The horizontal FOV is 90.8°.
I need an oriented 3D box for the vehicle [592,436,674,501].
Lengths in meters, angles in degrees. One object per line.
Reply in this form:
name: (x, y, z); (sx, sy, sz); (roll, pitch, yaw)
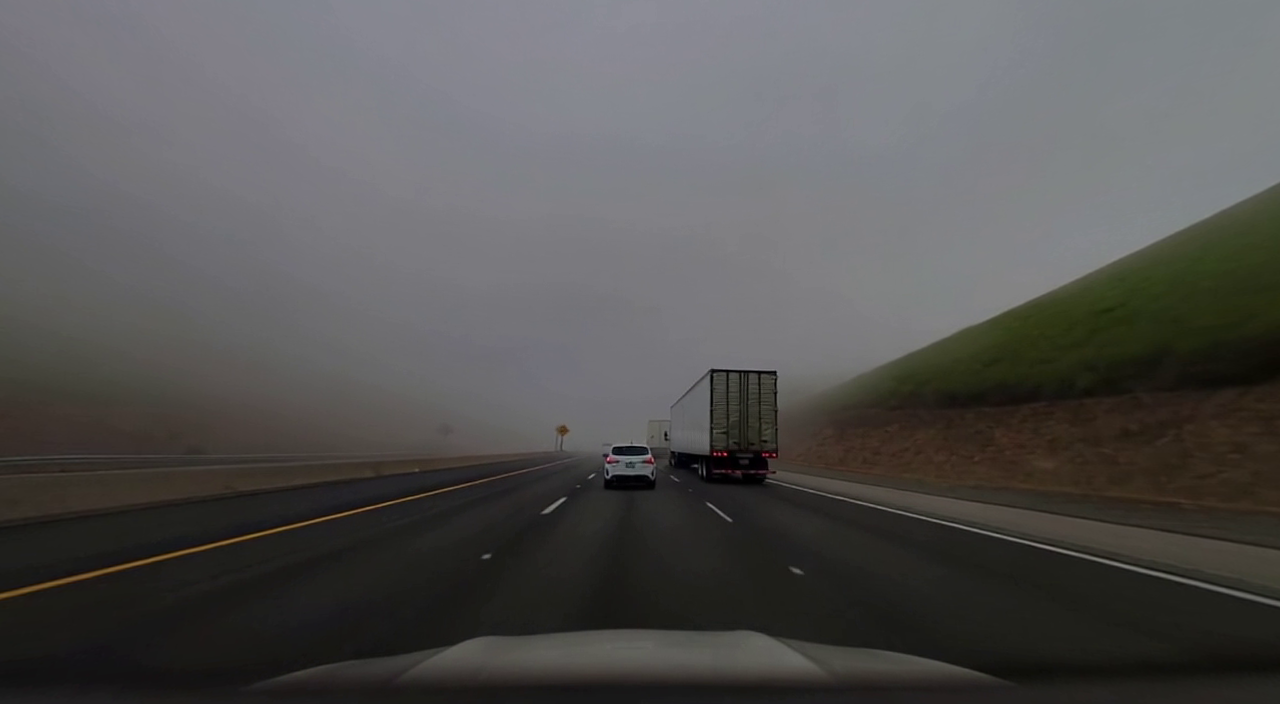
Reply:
vehicle: (-0.223, 3.306, 18.242); (2.109, 1.639, 3.768); (0, -9, -1)

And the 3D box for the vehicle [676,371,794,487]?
vehicle: (3.718, 3.762, 29.134); (2.812, 4.024, 14.098); (0, -9, -2)
